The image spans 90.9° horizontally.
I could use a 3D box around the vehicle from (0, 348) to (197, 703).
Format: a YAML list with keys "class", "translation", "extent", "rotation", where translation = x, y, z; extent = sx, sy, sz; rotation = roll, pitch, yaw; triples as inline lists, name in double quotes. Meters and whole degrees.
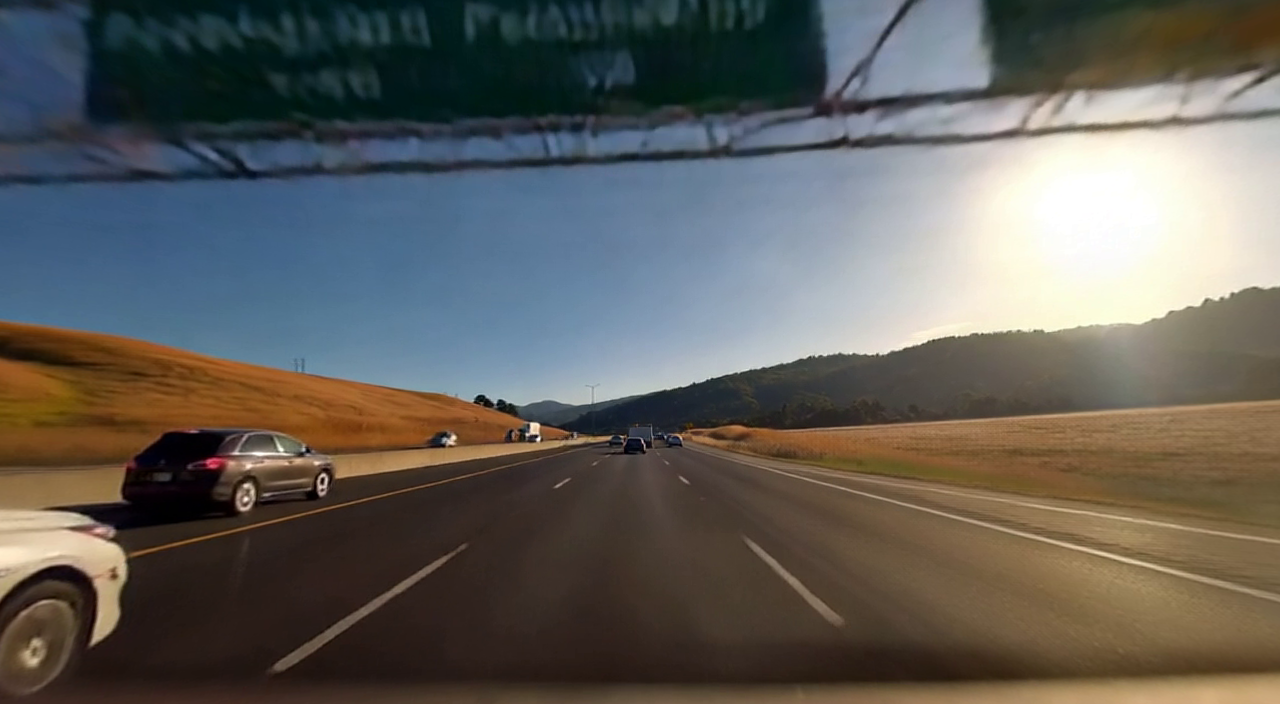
- class: "vehicle"
  translation: [-3.865, 0.706, 1.760]
  extent: [2.070, 1.703, 4.452]
  rotation: [0, -8, -1]

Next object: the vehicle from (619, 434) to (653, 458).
- class: "vehicle"
  translation: [-0.308, 6.177, 41.755]
  extent: [2.140, 1.475, 3.969]
  rotation: [0, -8, -1]
